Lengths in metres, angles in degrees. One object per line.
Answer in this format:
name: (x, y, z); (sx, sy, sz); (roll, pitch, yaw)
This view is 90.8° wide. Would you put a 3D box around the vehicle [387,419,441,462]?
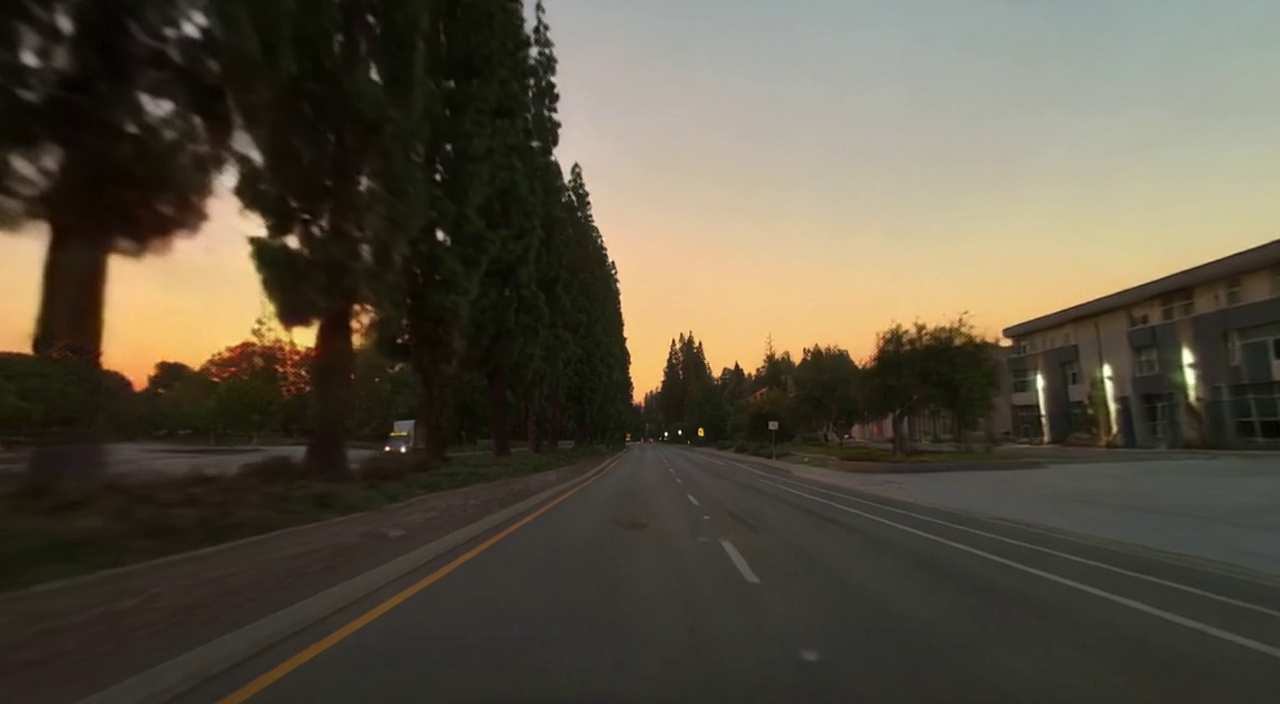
vehicle: (-16.721, 6.533, 46.927); (2.575, 2.950, 4.003); (-1, -7, -1)
